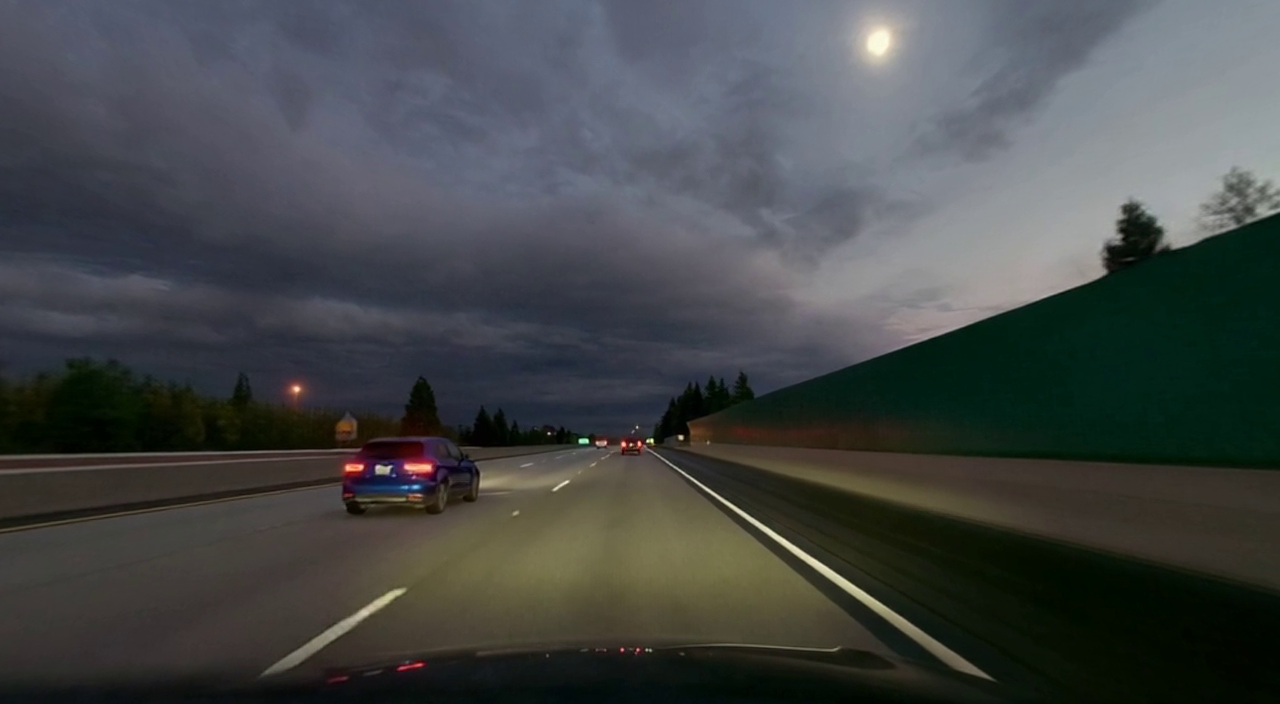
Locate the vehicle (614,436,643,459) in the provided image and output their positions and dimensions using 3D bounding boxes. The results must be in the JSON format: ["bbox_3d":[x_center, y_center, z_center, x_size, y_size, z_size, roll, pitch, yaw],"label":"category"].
[{"bbox_3d":[-0.766,6.297,41.918,1.836,1.450,3.519,0,-8,-2],"label":"vehicle"}]

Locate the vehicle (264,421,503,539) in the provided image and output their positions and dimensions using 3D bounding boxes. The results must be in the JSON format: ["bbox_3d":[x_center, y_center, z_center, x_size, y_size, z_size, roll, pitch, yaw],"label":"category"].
[{"bbox_3d":[-3.909,2.014,10.748,2.072,1.545,4.767,0,-8,0],"label":"vehicle"}]
